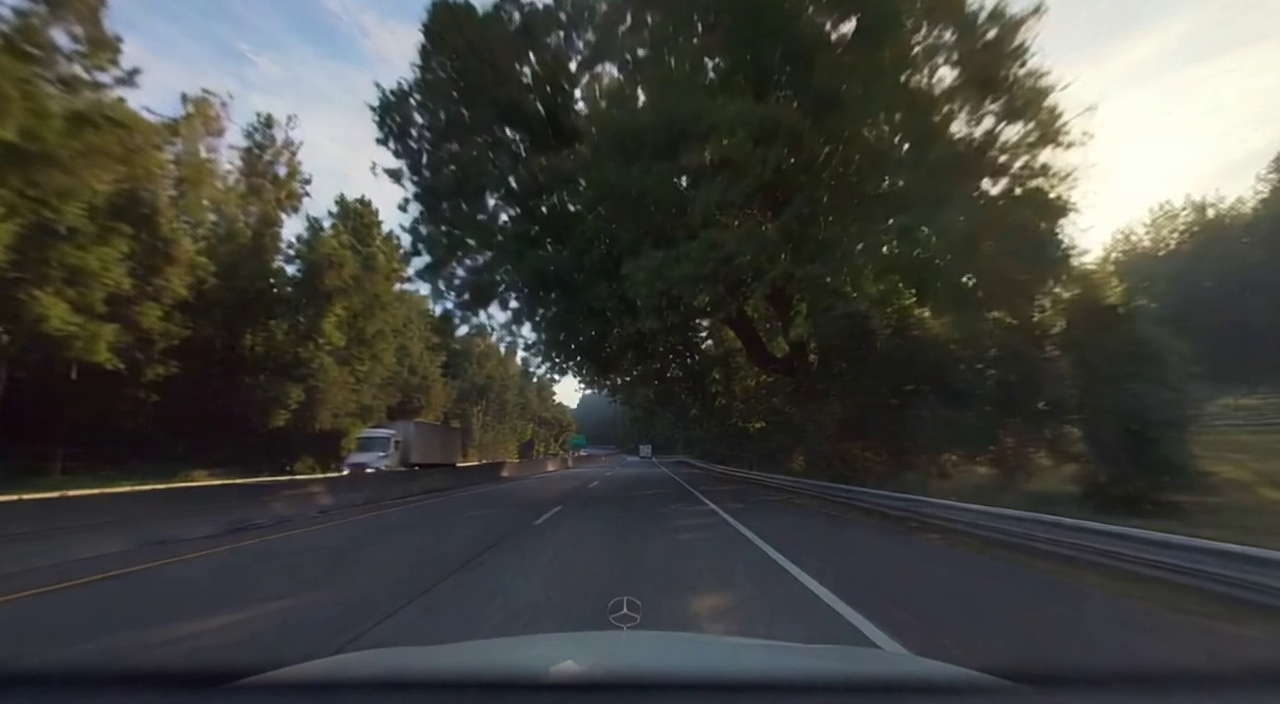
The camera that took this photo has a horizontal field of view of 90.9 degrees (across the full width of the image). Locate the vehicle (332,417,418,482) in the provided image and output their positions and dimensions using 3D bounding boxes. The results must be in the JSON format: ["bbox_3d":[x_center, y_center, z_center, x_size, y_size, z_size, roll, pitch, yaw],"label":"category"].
[{"bbox_3d":[-17.463,6.506,42.099,3.017,3.974,5.953,0,-9,0],"label":"vehicle"}]
